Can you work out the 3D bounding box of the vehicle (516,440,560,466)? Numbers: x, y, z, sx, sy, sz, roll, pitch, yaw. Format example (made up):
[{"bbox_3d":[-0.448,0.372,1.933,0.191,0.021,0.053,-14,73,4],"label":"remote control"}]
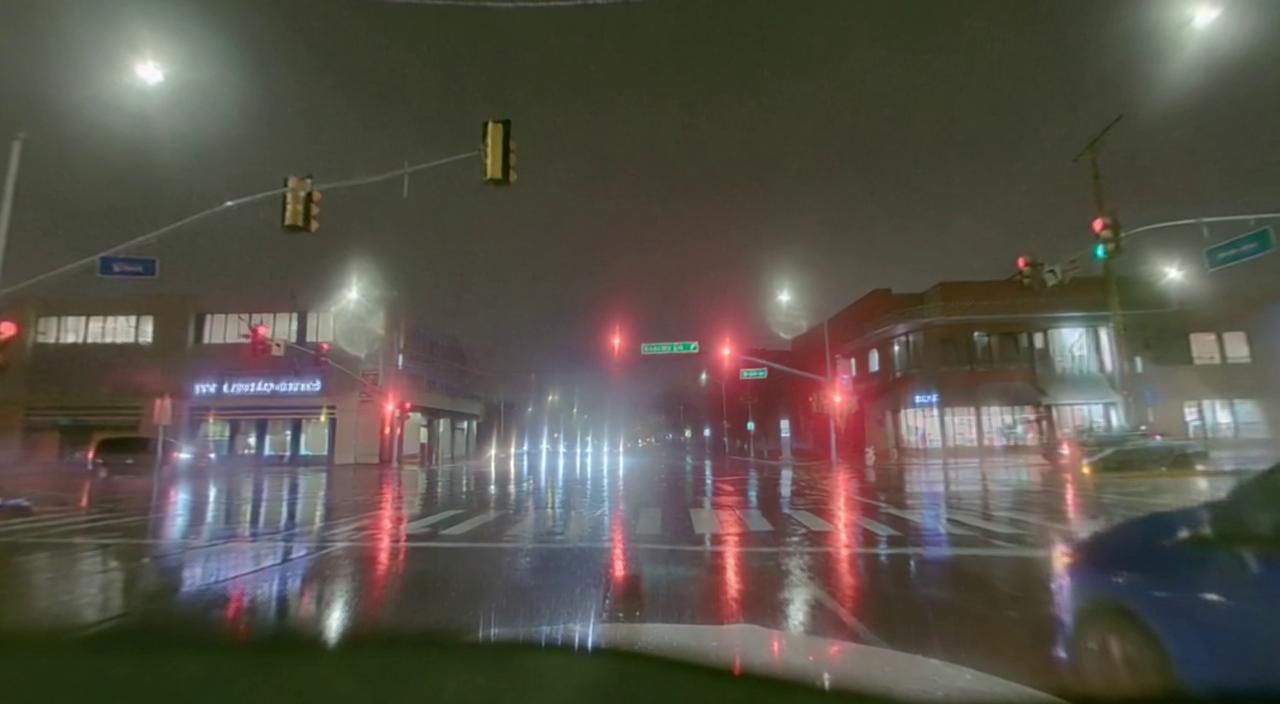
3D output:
[{"bbox_3d":[-7.034,7.046,44.150,2.181,1.703,4.512,-1,-8,2],"label":"vehicle"}]

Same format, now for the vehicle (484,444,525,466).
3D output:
[{"bbox_3d":[-10.114,7.721,47.490,2.106,1.505,4.228,0,-8,0],"label":"vehicle"}]

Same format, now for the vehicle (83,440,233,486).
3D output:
[{"bbox_3d":[-21.316,4.914,28.057,5.161,1.910,2.275,-2,-9,11],"label":"vehicle"}]

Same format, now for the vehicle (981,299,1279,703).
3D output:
[{"bbox_3d":[2.939,0.591,1.220,2.049,1.691,4.447,0,-8,0],"label":"vehicle"}]
